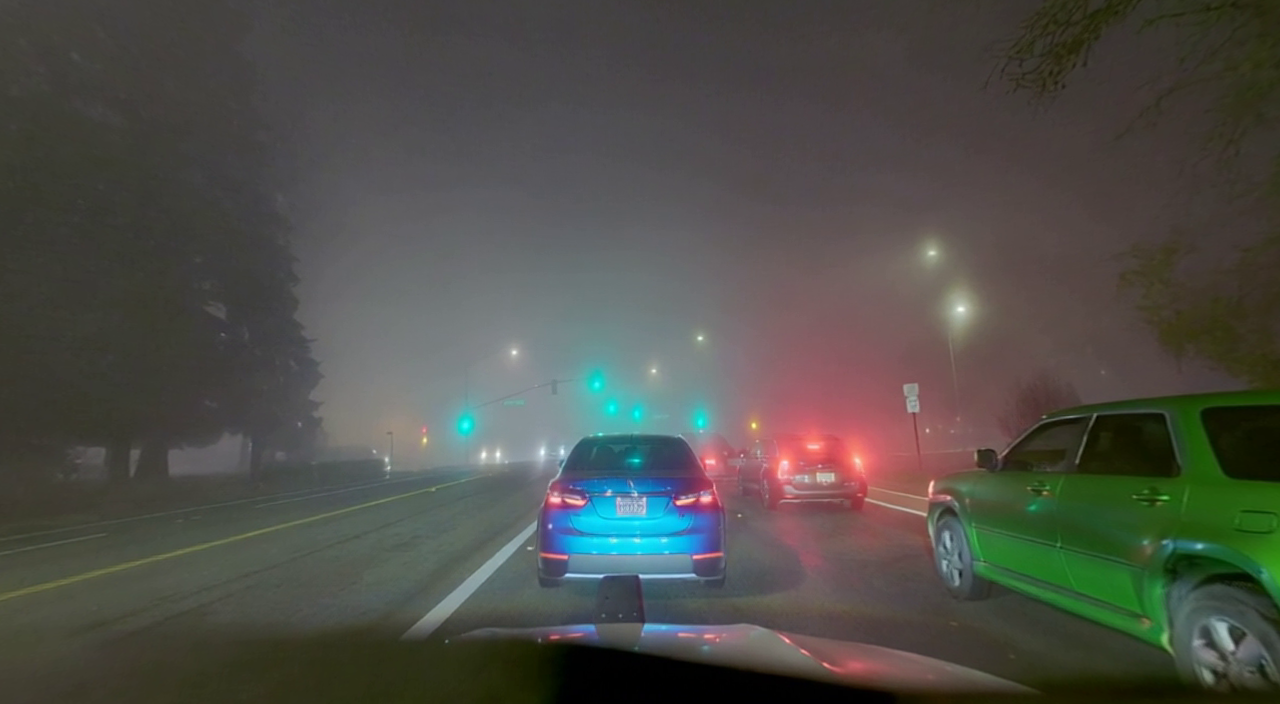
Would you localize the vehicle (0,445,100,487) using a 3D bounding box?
[{"bbox_3d":[-22.579,4.161,23.110,4.092,1.438,1.639,-1,-8,1],"label":"vehicle"}]

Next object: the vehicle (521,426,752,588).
[{"bbox_3d":[-0.085,1.774,8.120,2.186,1.500,4.141,0,-8,-1],"label":"vehicle"}]

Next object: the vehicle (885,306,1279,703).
[{"bbox_3d":[3.361,0.932,3.780,2.006,1.766,4.345,0,-8,0],"label":"vehicle"}]

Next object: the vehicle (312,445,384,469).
[{"bbox_3d":[-19.889,7.164,43.208,3.957,1.630,1.881,0,-8,0],"label":"vehicle"}]

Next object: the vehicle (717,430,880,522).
[{"bbox_3d":[2.951,2.422,12.932,1.971,1.517,4.521,0,-8,-3],"label":"vehicle"}]
